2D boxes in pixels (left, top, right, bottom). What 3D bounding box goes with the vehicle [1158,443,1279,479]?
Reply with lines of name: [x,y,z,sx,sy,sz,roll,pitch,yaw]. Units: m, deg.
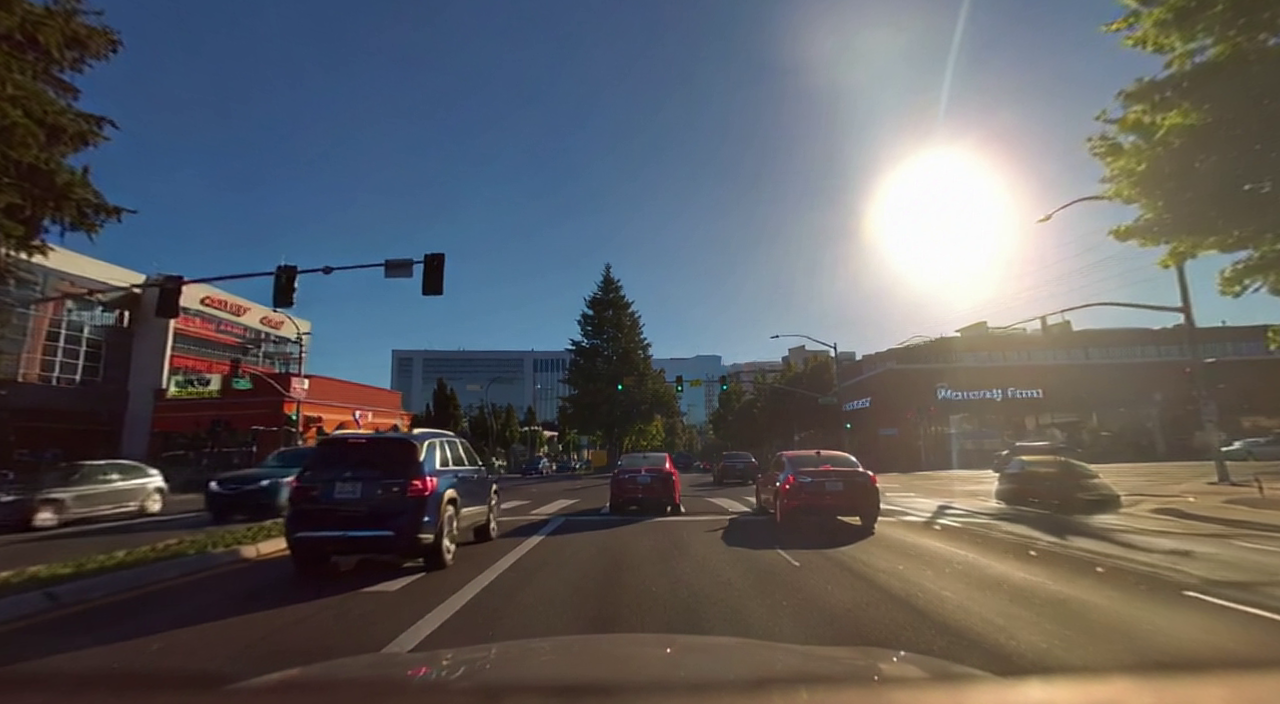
vehicle: [30.291,5.652,32.925,4.581,1.765,1.943,-1,-8,7]

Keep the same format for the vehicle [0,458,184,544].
vehicle: [-12.606,3.095,13.723,1.912,1.477,4.398,-1,-8,4]

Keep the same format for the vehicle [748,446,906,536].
vehicle: [3.570,2.704,12.949,2.020,1.513,4.120,0,-8,1]

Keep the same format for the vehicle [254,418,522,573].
vehicle: [-3.478,2.086,10.126,2.160,1.823,5.115,0,-8,0]

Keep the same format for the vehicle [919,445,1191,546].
vehicle: [7.369,2.540,12.003,2.004,1.508,4.646,0,-8,0]

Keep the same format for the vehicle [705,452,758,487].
vehicle: [4.264,5.516,30.016,1.888,1.472,4.528,0,-8,0]

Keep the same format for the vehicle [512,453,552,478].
vehicle: [-7.693,8.078,45.354,1.962,1.639,4.259,-1,-8,3]

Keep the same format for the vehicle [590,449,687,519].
vehicle: [-0.016,3.165,15.693,2.098,1.477,3.897,0,-8,0]
